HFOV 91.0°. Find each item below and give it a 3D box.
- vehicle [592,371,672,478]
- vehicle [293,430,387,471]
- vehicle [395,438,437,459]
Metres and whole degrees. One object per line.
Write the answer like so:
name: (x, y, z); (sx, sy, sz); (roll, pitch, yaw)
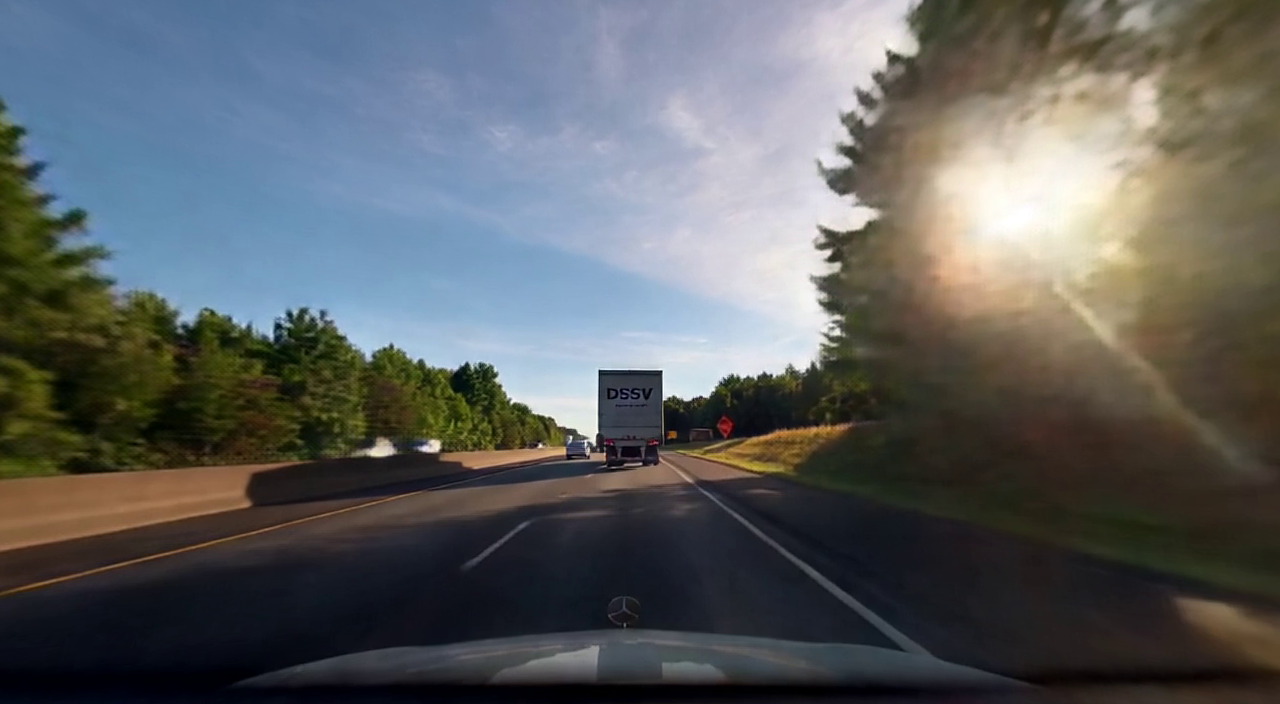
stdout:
vehicle: (-0.394, 3.419, 28.599); (2.969, 3.957, 10.270); (0, -8, -1)
vehicle: (-12.610, 4.169, 26.829); (1.891, 1.563, 4.247); (0, -8, 0)
vehicle: (-17.236, 7.442, 48.703); (1.748, 1.494, 3.990); (0, -8, 0)
